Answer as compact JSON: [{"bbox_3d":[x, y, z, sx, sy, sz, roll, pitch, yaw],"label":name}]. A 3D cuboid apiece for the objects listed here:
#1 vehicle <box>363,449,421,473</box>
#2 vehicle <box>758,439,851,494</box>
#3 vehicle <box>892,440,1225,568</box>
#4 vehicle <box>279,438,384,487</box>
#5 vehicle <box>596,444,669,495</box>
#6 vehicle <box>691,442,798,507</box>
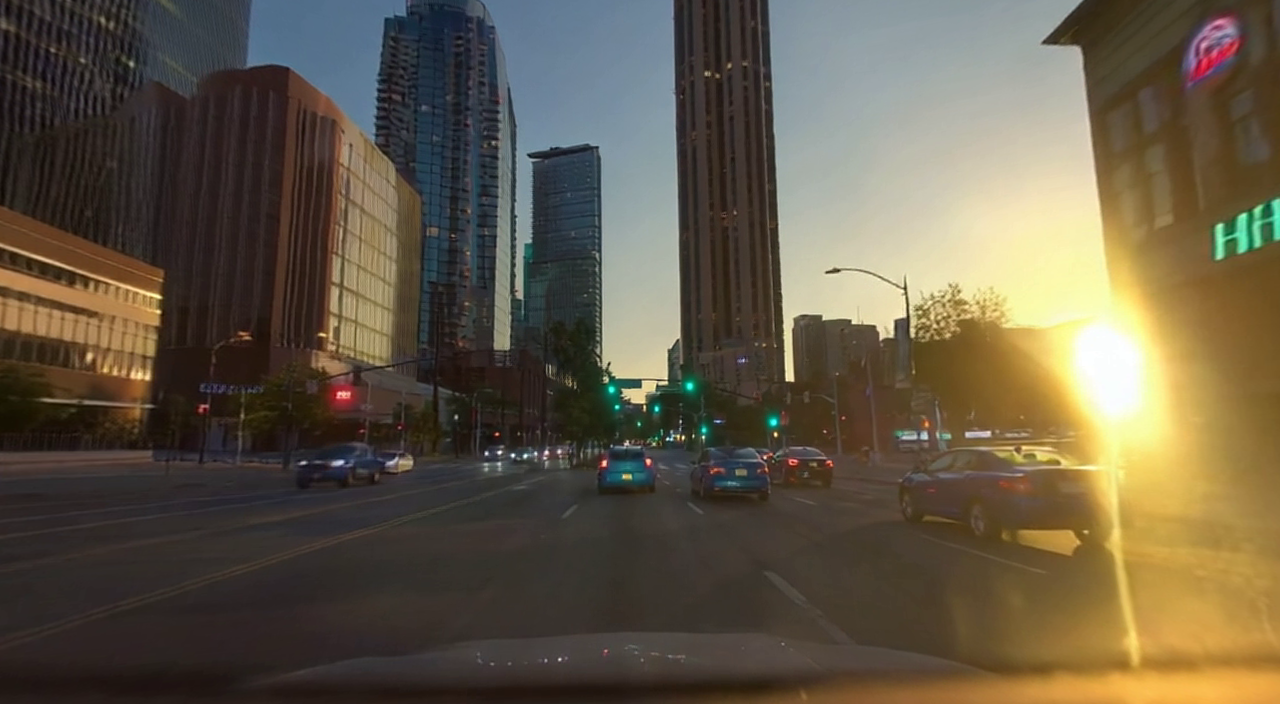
[{"bbox_3d":[-16.034,7.031,41.035,2.017,1.460,4.556,0,-9,-2],"label":"vehicle"},{"bbox_3d":[5.831,4.097,23.023,2.015,1.745,4.444,0,-9,-2],"label":"vehicle"},{"bbox_3d":[5.930,2.160,9.889,1.914,1.484,4.639,0,-9,-2],"label":"vehicle"},{"bbox_3d":[-12.416,4.468,25.860,1.861,1.780,4.814,0,-9,0],"label":"vehicle"},{"bbox_3d":[-0.284,3.721,20.399,2.096,1.457,4.160,0,-9,-2],"label":"vehicle"},{"bbox_3d":[2.616,3.201,16.988,1.987,1.484,4.427,0,-9,-2],"label":"vehicle"}]
